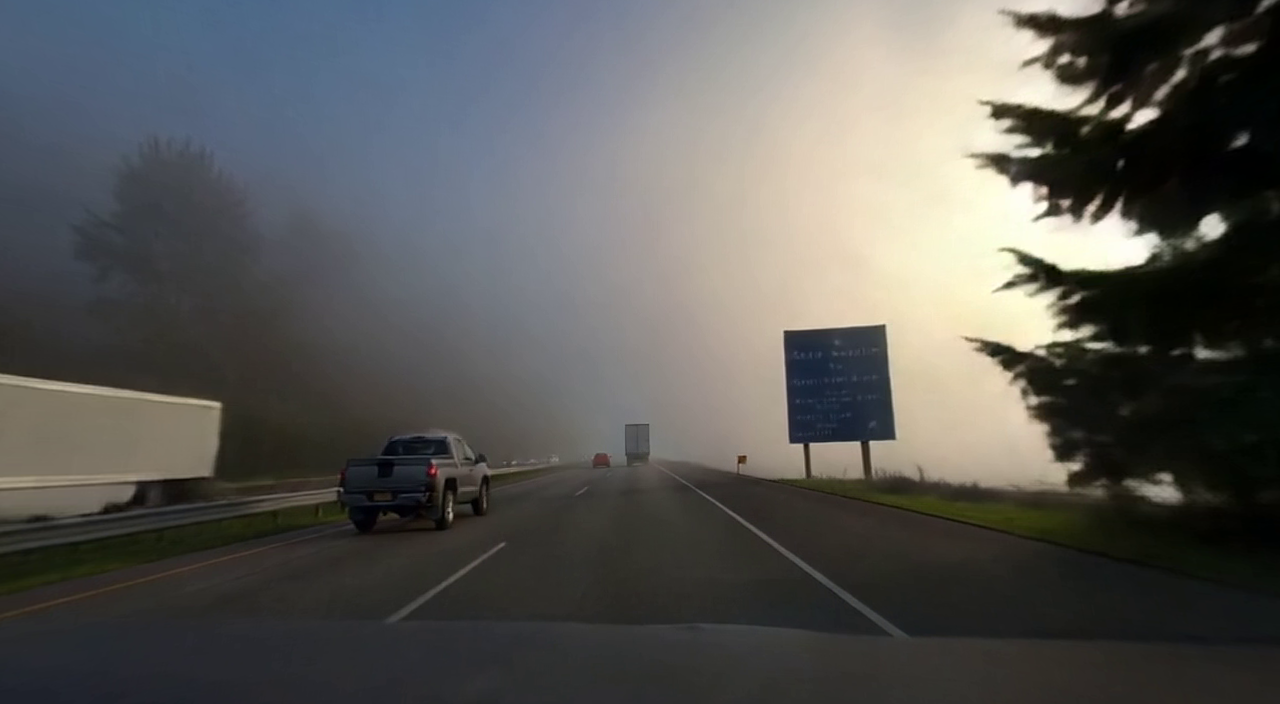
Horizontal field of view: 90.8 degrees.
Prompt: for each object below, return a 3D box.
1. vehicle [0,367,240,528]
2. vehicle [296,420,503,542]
[{"bbox_3d":[-17.694,2.810,18.433,2.882,4.056,13.958,0,-9,0],"label":"vehicle"},{"bbox_3d":[-4.208,2.348,12.100,2.079,1.845,4.654,0,-9,1],"label":"vehicle"}]
